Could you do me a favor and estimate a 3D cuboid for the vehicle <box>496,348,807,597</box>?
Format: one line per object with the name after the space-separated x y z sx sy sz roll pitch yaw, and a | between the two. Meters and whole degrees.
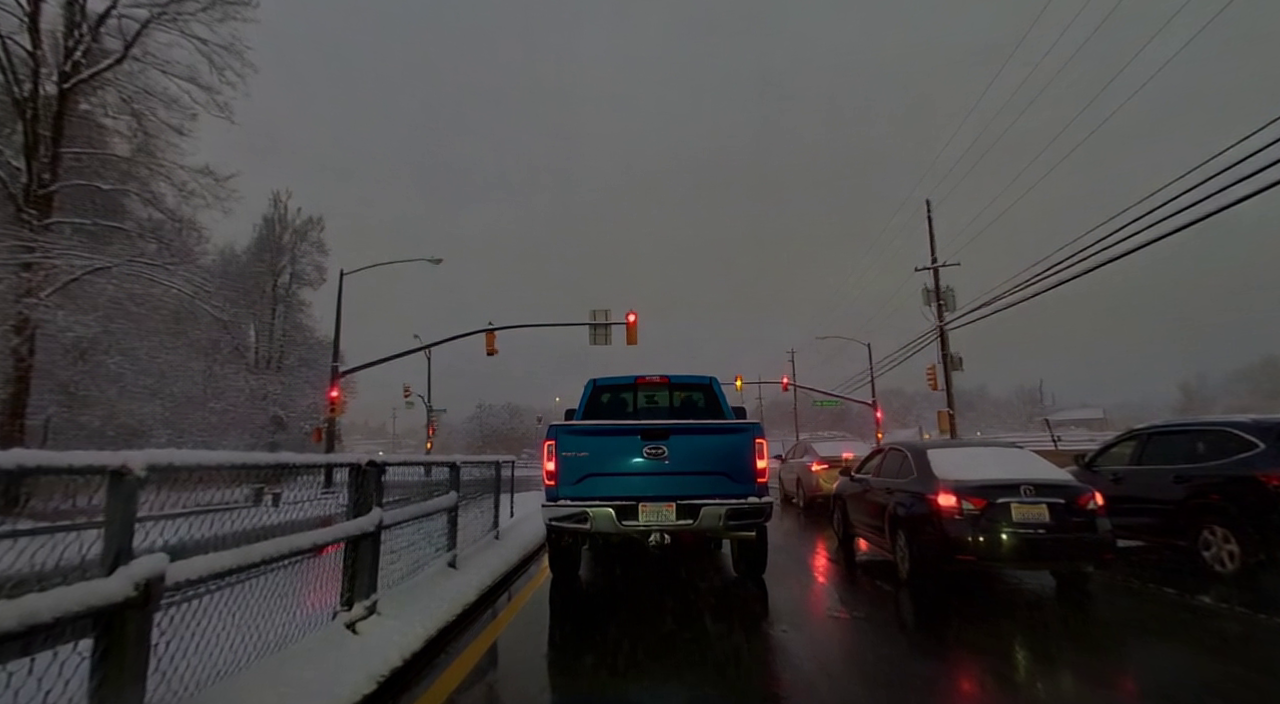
0.149 1.542 8.944 2.831 2.284 6.149 0 -8 1 | vehicle

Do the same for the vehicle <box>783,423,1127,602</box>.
3.123 1.657 7.418 1.993 1.495 4.060 0 -8 1 | vehicle

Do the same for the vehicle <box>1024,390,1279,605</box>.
6.175 1.349 6.249 1.982 1.727 4.352 0 -8 0 | vehicle
